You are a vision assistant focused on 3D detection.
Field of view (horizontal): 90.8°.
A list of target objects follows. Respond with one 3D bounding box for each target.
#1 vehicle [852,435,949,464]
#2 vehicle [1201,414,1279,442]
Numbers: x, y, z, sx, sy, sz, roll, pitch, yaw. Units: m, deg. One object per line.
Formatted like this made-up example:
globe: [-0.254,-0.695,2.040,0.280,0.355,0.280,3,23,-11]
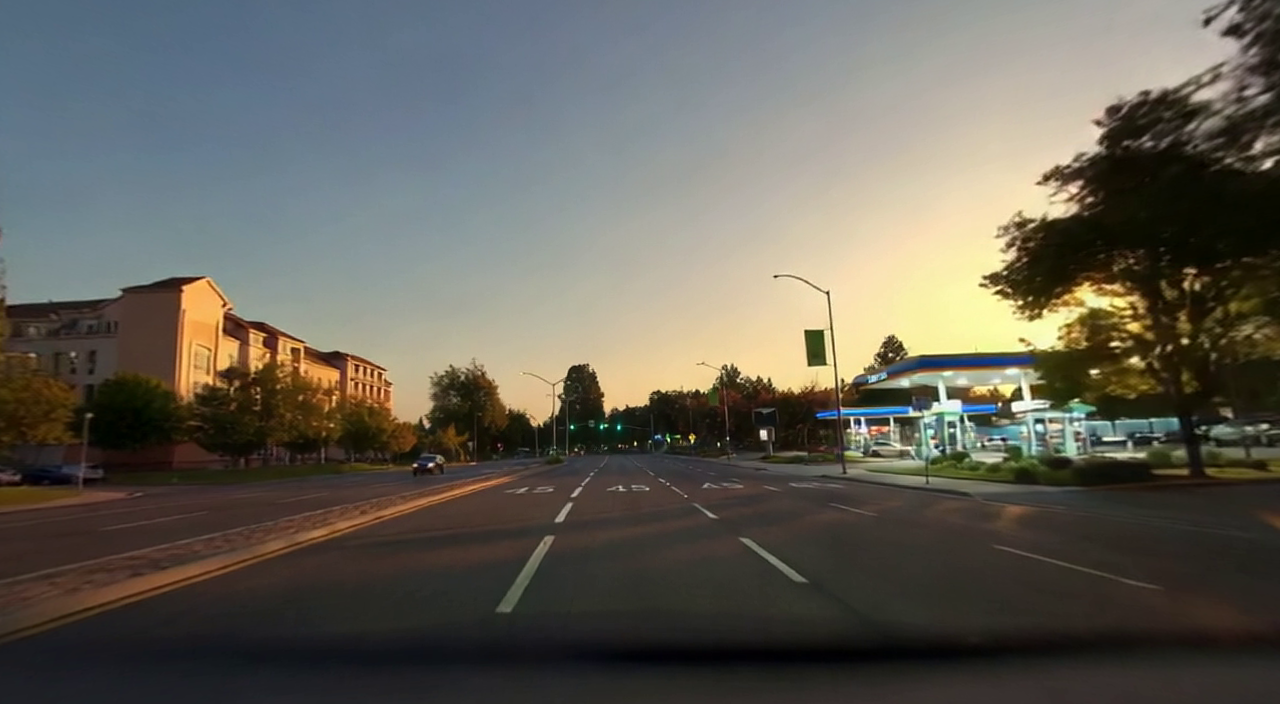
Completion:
vehicle: [14.610,5.509,35.628,4.548,1.568,1.953,0,-9,-2]
vehicle: [40.570,5.087,42.053,1.889,1.699,4.777,-1,-8,-1]
